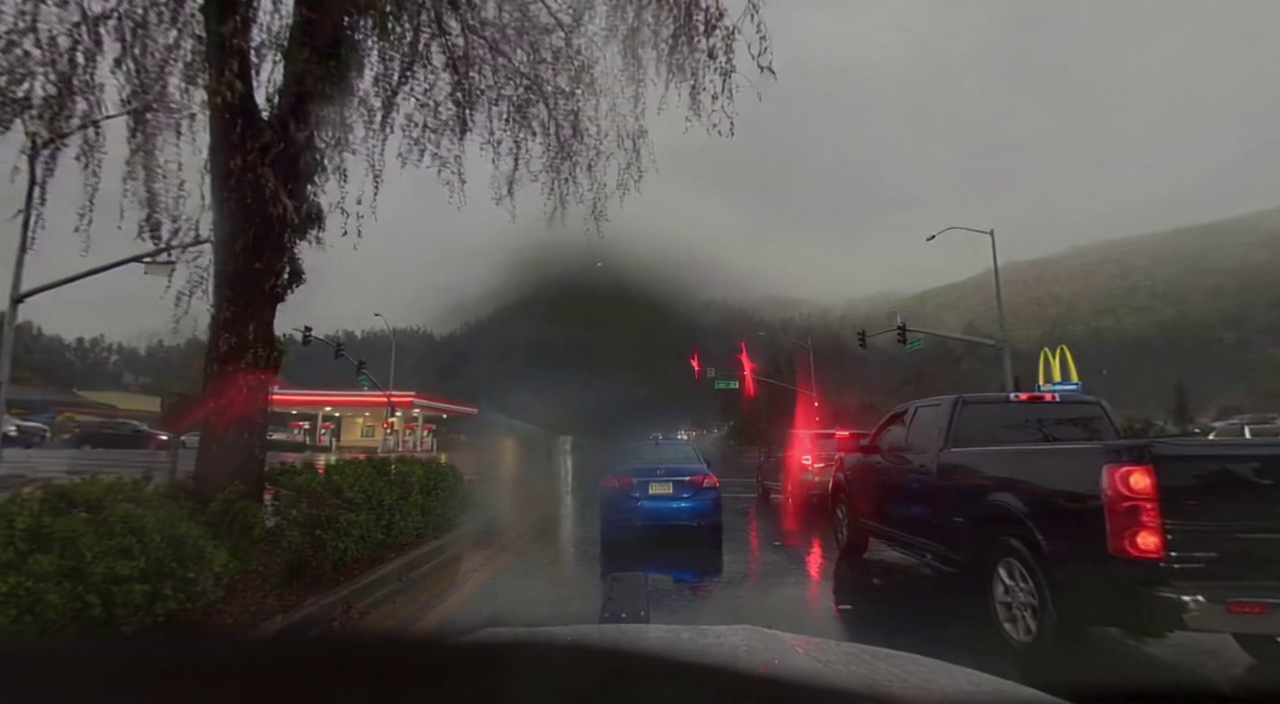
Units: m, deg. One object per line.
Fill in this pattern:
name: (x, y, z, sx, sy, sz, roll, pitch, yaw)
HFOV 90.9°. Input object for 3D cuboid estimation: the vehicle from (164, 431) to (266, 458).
vehicle: (-23.095, 5.026, 34.381, 4.326, 1.420, 1.798, -1, -8, 4)

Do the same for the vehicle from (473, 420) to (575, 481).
vehicle: (-4.329, 3.837, 24.828, 2.615, 2.031, 5.638, 1, -8, 3)

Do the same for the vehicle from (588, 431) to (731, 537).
vehicle: (0.273, 2.176, 10.971, 2.027, 1.494, 3.824, 0, -8, 0)

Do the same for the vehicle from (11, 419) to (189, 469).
vehicle: (-19.652, 3.364, 23.102, 4.742, 1.720, 2.107, -1, -8, 5)

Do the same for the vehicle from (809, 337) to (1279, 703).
vehicle: (3.577, 1.300, 5.968, 2.277, 1.871, 6.143, 0, -8, 0)
